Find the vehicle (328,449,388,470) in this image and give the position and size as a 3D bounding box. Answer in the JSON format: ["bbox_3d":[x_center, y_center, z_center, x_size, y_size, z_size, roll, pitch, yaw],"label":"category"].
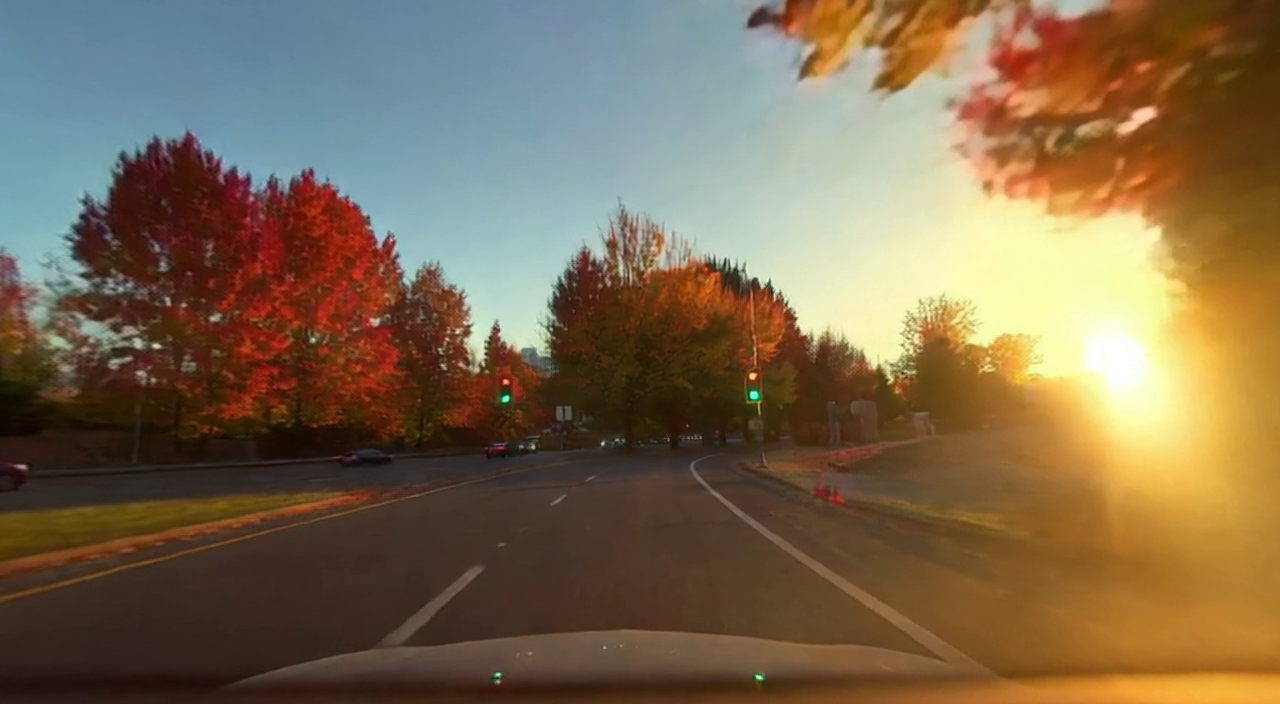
[{"bbox_3d":[-22.160,8.457,49.637,1.865,1.518,4.231,-3,-9,20],"label":"vehicle"}]
